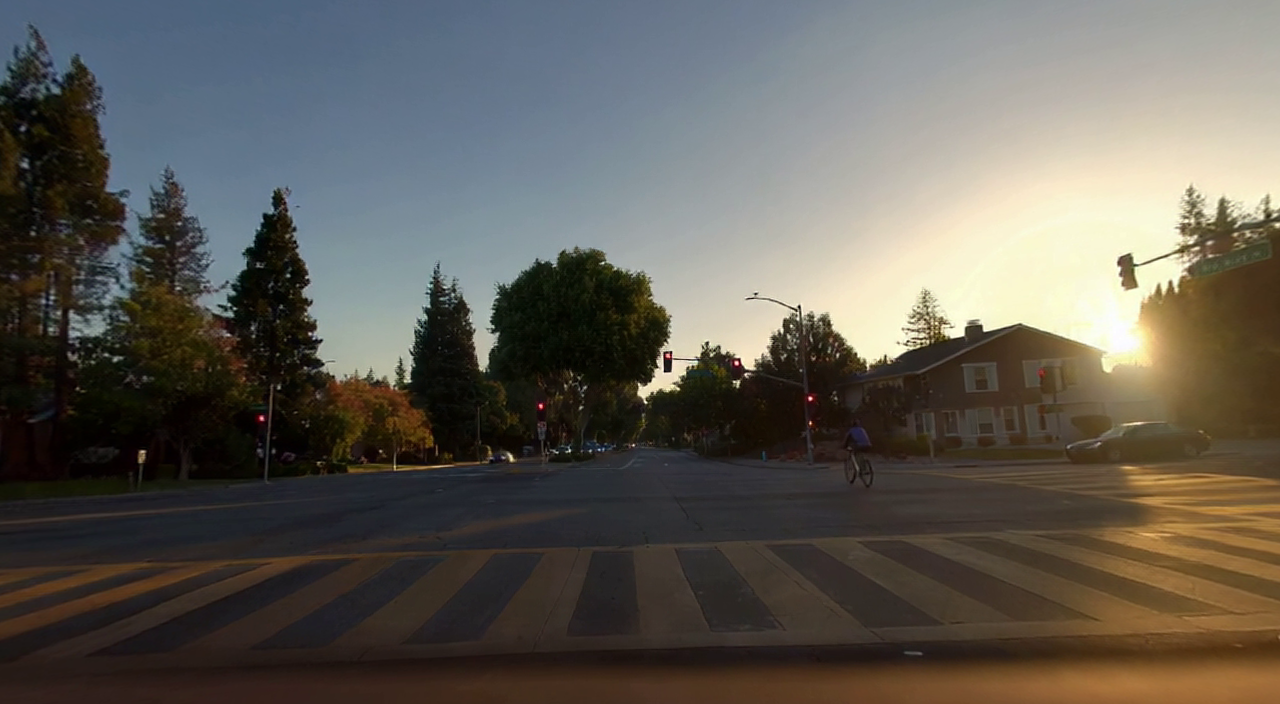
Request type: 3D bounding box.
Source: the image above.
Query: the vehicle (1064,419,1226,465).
[{"bbox_3d":[17.310,3.107,21.762,3.969,1.493,1.823,0,-9,1],"label":"vehicle"}]
